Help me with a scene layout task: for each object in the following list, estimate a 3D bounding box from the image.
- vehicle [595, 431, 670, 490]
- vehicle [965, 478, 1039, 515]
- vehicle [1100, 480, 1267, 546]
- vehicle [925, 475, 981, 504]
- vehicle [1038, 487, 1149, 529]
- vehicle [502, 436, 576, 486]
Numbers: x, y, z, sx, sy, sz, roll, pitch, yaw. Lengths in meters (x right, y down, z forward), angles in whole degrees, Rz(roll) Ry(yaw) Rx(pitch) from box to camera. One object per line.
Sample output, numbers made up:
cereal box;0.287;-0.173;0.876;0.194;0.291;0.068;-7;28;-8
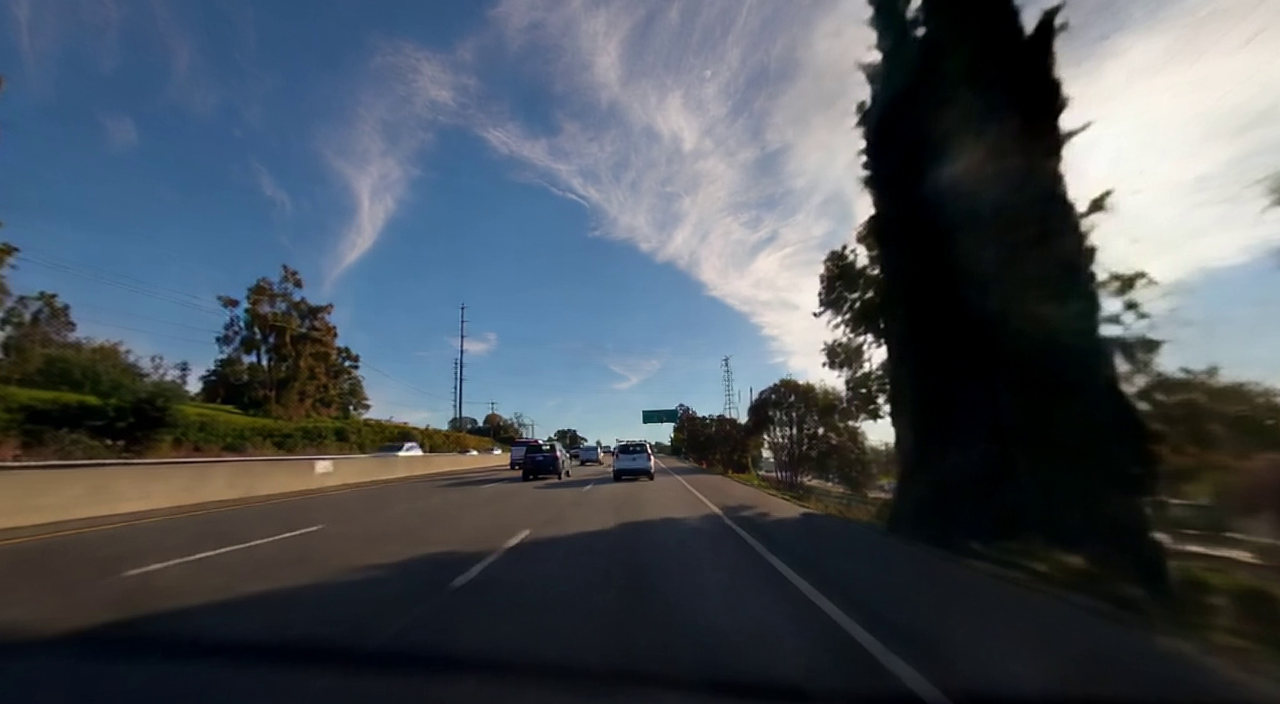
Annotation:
vehicle;-0.244;3.701;21.854;2.319;1.813;4.274;0;-8;0
vehicle;19.882;7.912;34.807;1.832;1.624;4.158;-1;-9;4
vehicle;18.500;5.463;21.820;1.965;1.761;4.363;-1;-9;3
vehicle;21.515;9.435;43.526;1.820;1.768;4.621;-3;-11;5
vehicle;20.151;6.933;28.300;1.801;1.469;4.315;-3;-11;2
vehicle;-3.853;4.236;24.882;2.104;1.754;4.515;0;-8;1
